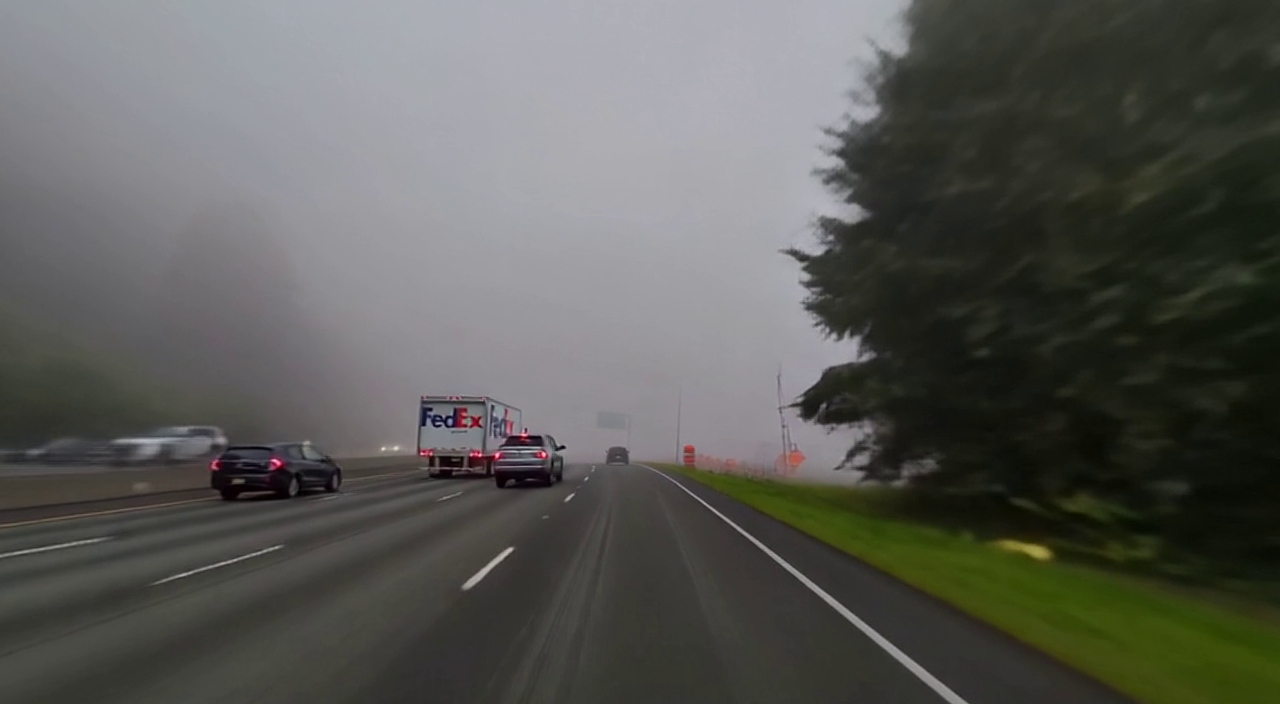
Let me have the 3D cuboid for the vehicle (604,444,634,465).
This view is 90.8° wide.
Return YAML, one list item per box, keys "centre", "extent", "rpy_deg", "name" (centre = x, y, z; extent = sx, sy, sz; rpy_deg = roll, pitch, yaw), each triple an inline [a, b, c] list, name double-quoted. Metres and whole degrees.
- centre: [-1.582, 7.571, 46.820]
  extent: [2.043, 1.489, 3.839]
  rpy_deg: [1, -9, -4]
  name: "vehicle"

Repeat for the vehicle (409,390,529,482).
- centre: [-6.844, 3.637, 26.850]
  extent: [2.870, 3.266, 8.589]
  rpy_deg: [0, -9, -1]
  name: "vehicle"

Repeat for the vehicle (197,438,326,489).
- centre: [-13.570, 4.011, 23.021]
  extent: [2.018, 1.668, 4.409]
  rpy_deg: [0, -9, -1]
  name: "vehicle"

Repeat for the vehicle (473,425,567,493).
- centre: [-3.657, 3.377, 20.216]
  extent: [2.170, 1.886, 4.628]
  rpy_deg: [0, -9, -1]
  name: "vehicle"

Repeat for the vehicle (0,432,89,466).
- centre: [-33.683, 5.369, 34.922]
  extent: [1.990, 1.758, 5.022]
  rpy_deg: [0, -9, -3]
  name: "vehicle"

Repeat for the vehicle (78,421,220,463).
- centre: [-23.531, 4.412, 30.709]
  extent: [2.212, 1.846, 6.051]
  rpy_deg: [0, -9, -2]
  name: "vehicle"
